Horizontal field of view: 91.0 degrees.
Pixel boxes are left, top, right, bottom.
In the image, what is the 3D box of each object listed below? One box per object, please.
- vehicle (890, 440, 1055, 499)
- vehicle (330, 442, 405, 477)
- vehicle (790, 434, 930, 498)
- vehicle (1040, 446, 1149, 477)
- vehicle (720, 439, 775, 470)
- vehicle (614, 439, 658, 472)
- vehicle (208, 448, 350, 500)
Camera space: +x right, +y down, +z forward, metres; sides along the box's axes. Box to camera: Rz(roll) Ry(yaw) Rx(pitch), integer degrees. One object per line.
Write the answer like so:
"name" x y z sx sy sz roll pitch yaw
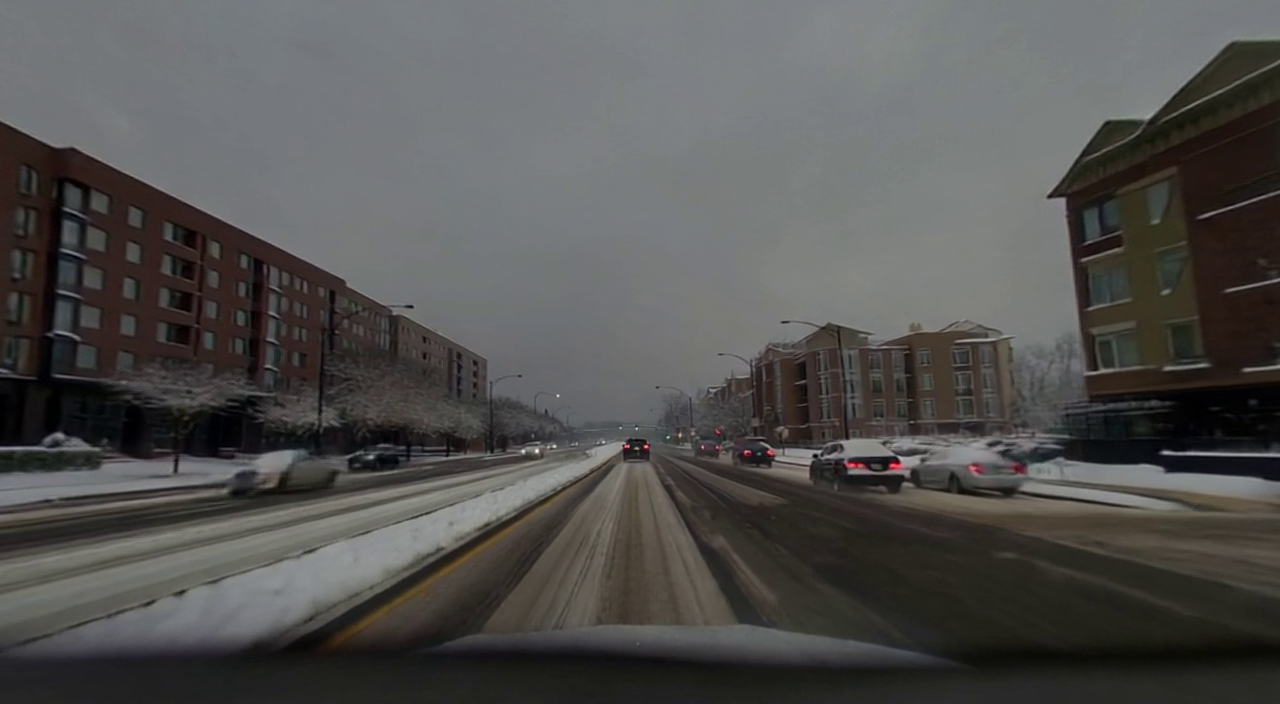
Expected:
"vehicle" 9.804 3.476 19.157 2.181 1.546 4.845 0 -9 -3
"vehicle" -15.261 6.032 35.631 2.096 1.796 4.825 0 -8 0
"vehicle" 6.002 3.184 17.979 2.121 1.557 4.898 0 -8 -1
"vehicle" 22.685 5.472 31.553 1.955 1.427 3.836 4 -10 -27
"vehicle" 5.748 5.559 34.165 2.154 1.554 4.149 0 -8 -2
"vehicle" -0.209 5.176 31.745 2.106 1.553 3.964 0 -8 -1
"vehicle" -11.487 3.860 20.482 1.897 1.466 4.566 0 -8 0
